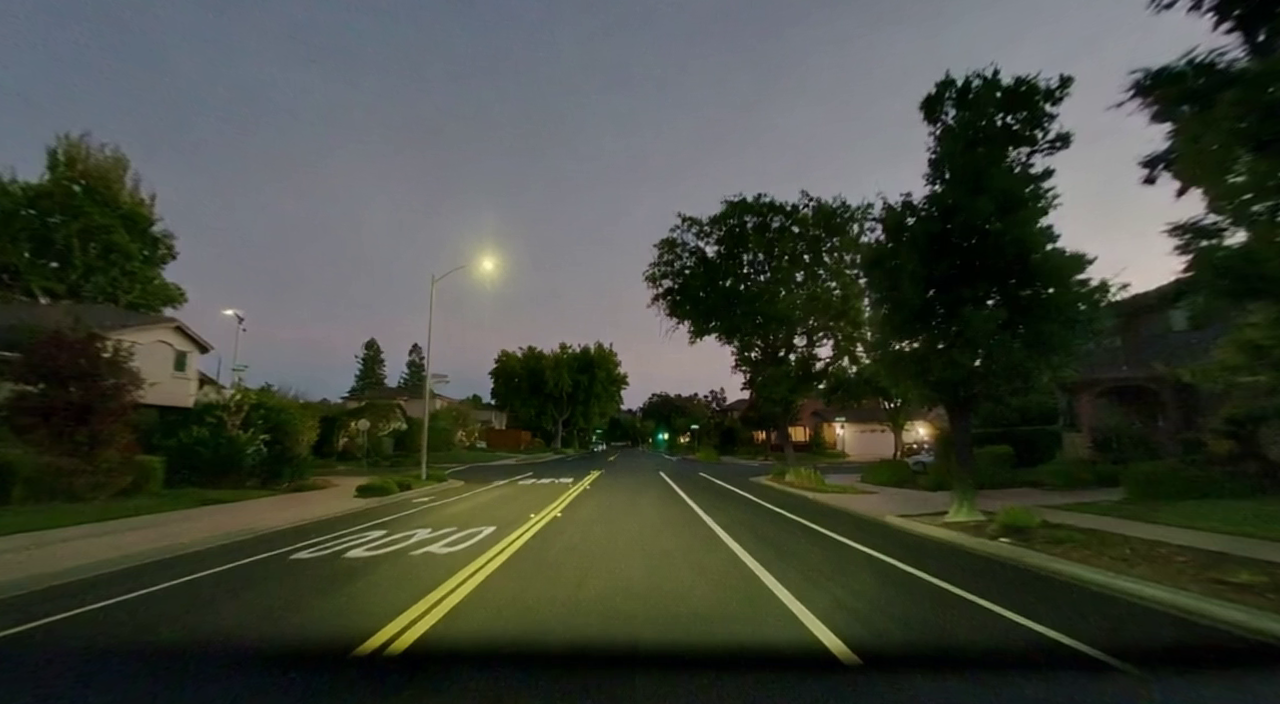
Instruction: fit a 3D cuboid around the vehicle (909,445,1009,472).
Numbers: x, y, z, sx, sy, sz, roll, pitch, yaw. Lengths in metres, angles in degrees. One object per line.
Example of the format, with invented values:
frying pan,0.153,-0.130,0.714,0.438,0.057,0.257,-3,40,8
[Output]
vehicle,17.530,5.851,34.862,4.368,1.457,2.031,0,-9,0
